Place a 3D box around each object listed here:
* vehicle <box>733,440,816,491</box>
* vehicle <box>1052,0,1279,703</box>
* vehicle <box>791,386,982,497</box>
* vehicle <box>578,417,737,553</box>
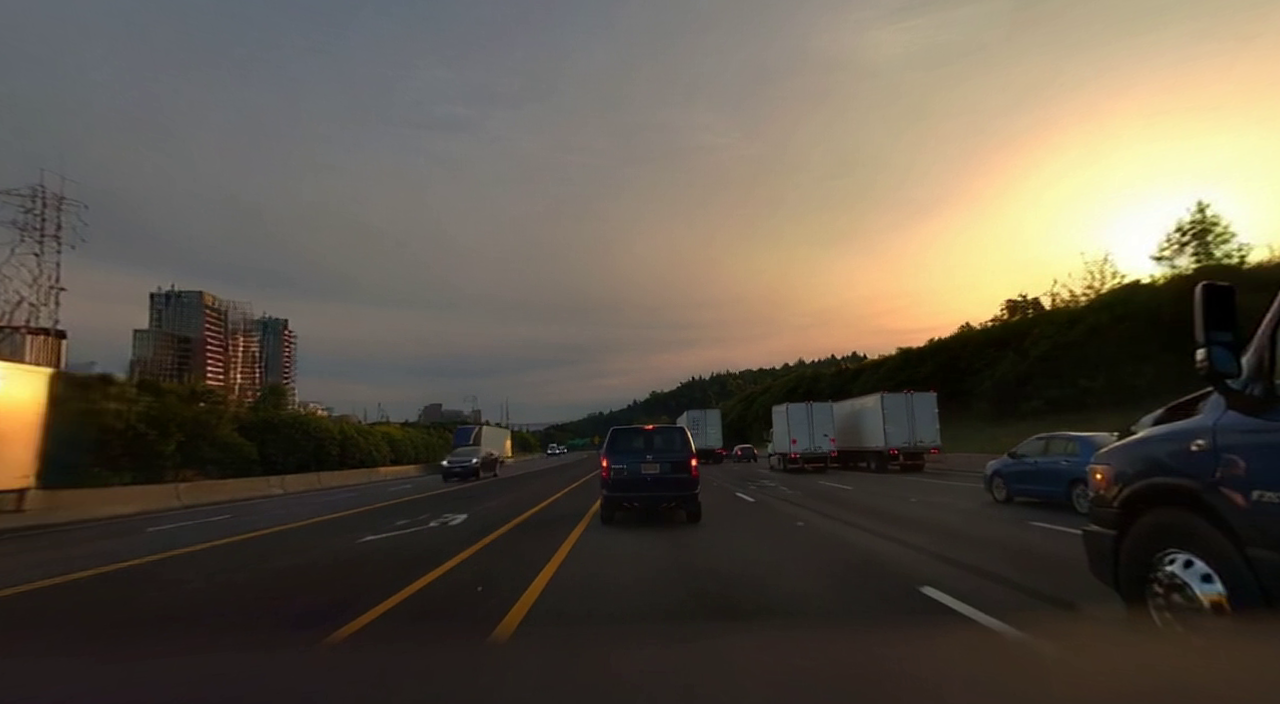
[{"bbox_3d":[4.337,3.696,20.750,1.859,1.512,3.711,0,-9,-1],"label":"vehicle"},{"bbox_3d":[4.271,-0.260,1.010,2.987,3.877,5.881,0,-9,0],"label":"vehicle"},{"bbox_3d":[8.447,3.402,23.562,2.799,3.188,10.578,0,-9,0],"label":"vehicle"},{"bbox_3d":[0.260,1.928,9.588,1.965,1.664,3.428,-1,-9,2],"label":"vehicle"}]
